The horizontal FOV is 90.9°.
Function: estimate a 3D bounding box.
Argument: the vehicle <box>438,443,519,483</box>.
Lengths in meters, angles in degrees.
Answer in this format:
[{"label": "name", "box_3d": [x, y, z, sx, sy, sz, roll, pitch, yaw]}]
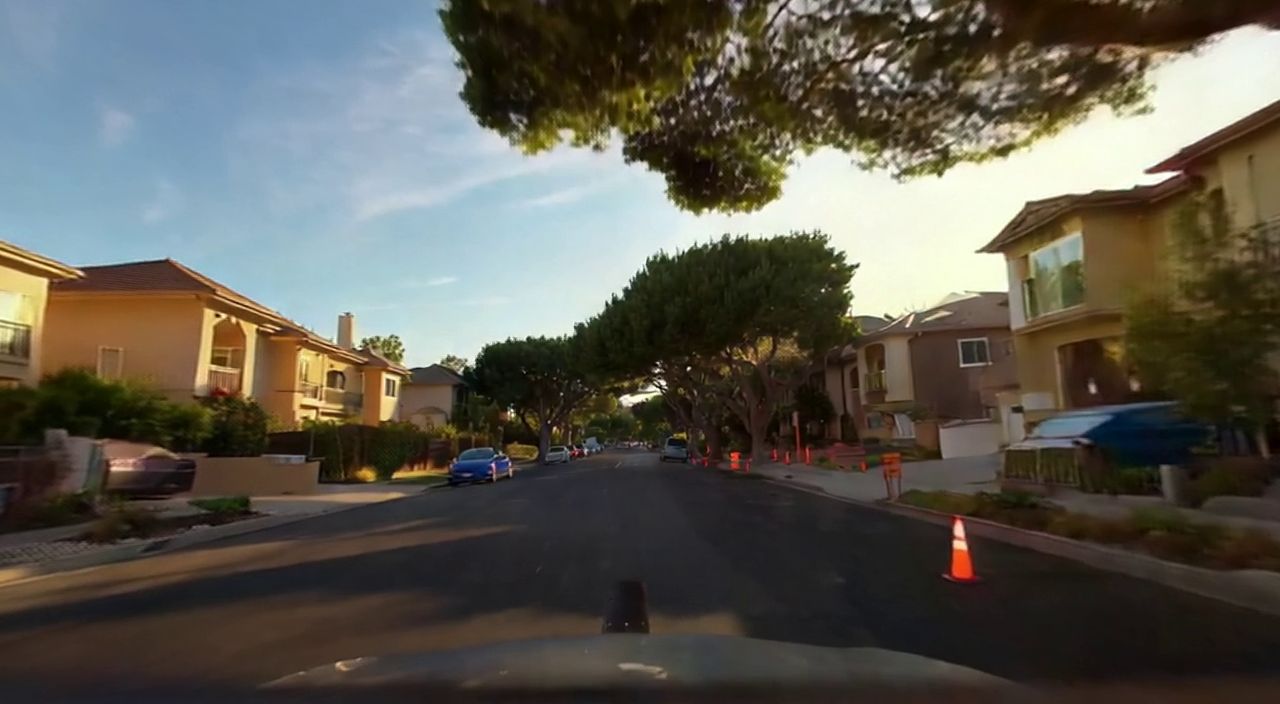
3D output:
[{"label": "vehicle", "box_3d": [-6.624, 4.604, 26.456, 2.137, 1.481, 4.503, 0, -9, 1]}]
